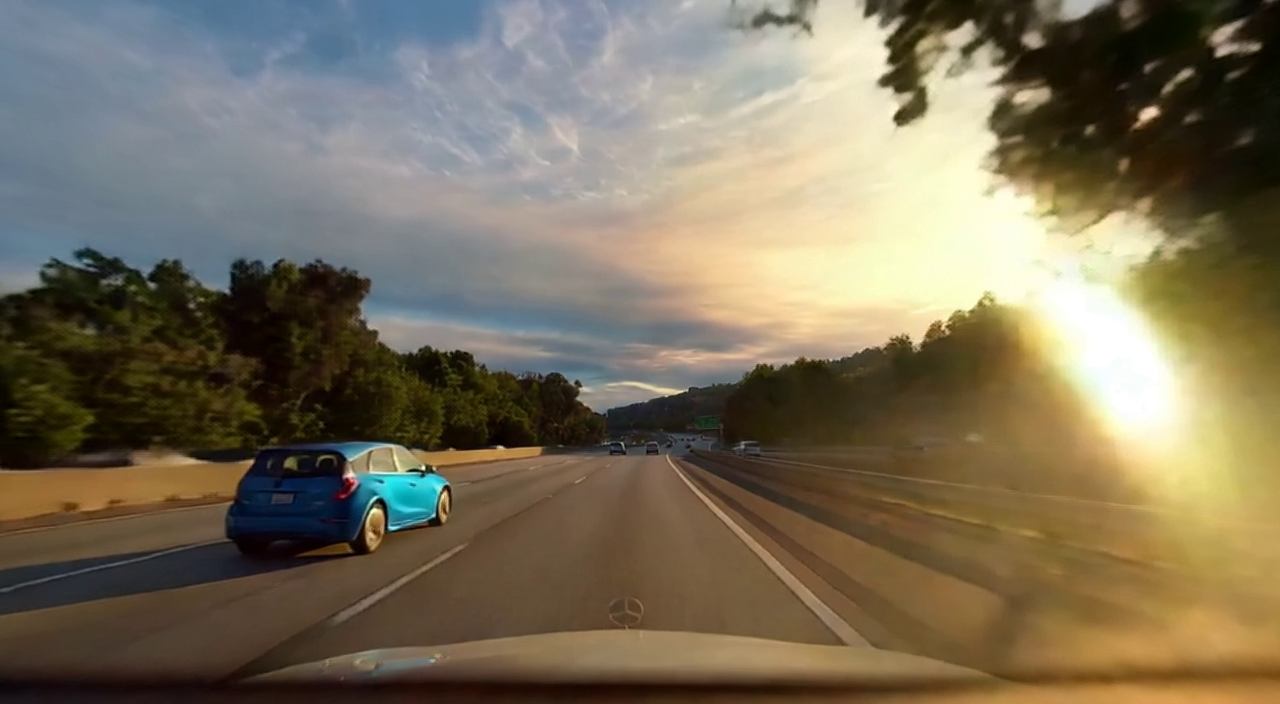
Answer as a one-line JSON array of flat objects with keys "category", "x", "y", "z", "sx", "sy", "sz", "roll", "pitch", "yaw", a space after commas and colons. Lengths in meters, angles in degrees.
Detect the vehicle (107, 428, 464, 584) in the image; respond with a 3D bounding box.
[{"category": "vehicle", "x": -4.003, "y": 1.804, "z": 8.271, "sx": 1.996, "sy": 1.454, "sz": 4.495, "roll": 0, "pitch": -9, "yaw": 1}]
